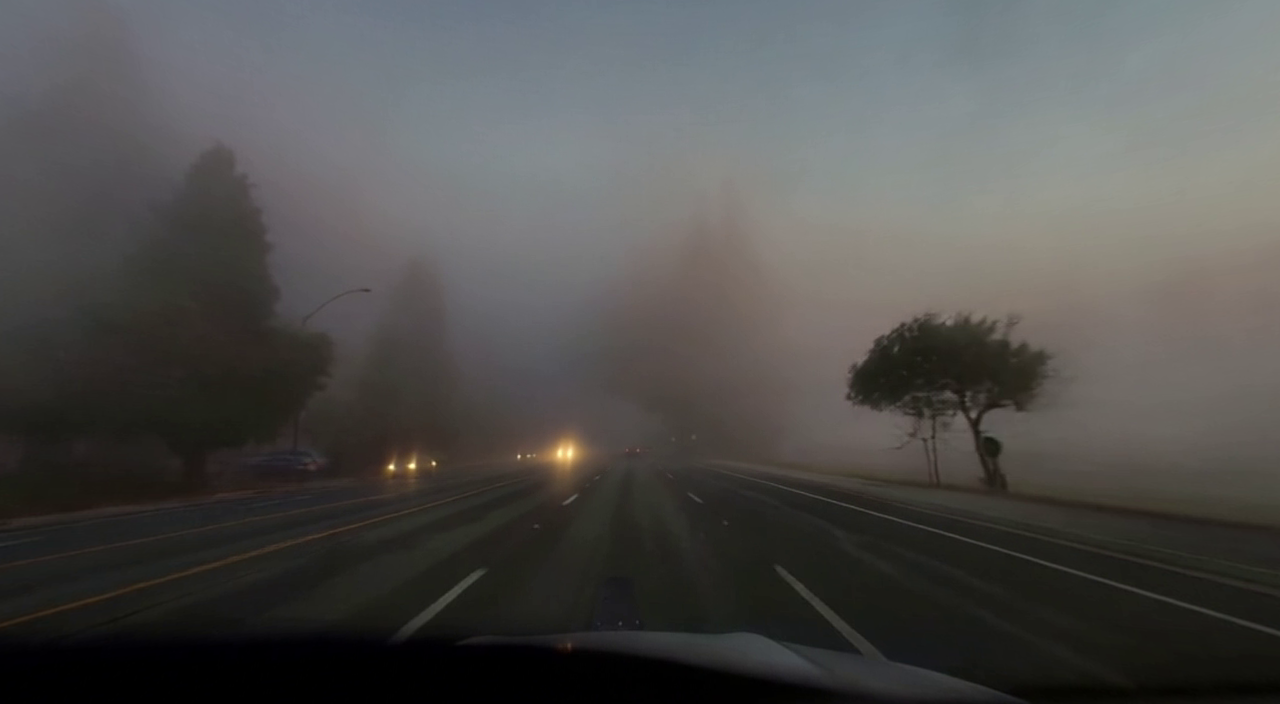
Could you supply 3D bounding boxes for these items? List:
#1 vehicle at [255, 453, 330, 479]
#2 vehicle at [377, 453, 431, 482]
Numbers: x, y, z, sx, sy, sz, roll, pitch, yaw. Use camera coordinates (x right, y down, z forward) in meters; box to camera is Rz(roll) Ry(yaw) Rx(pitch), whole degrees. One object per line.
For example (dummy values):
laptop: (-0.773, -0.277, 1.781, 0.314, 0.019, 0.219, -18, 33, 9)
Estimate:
vehicle: (-21.509, 7.049, 39.365, 1.916, 1.482, 4.789, 0, -9, 1)
vehicle: (-14.745, 7.169, 39.630, 1.896, 1.486, 4.285, -4, -8, -2)
